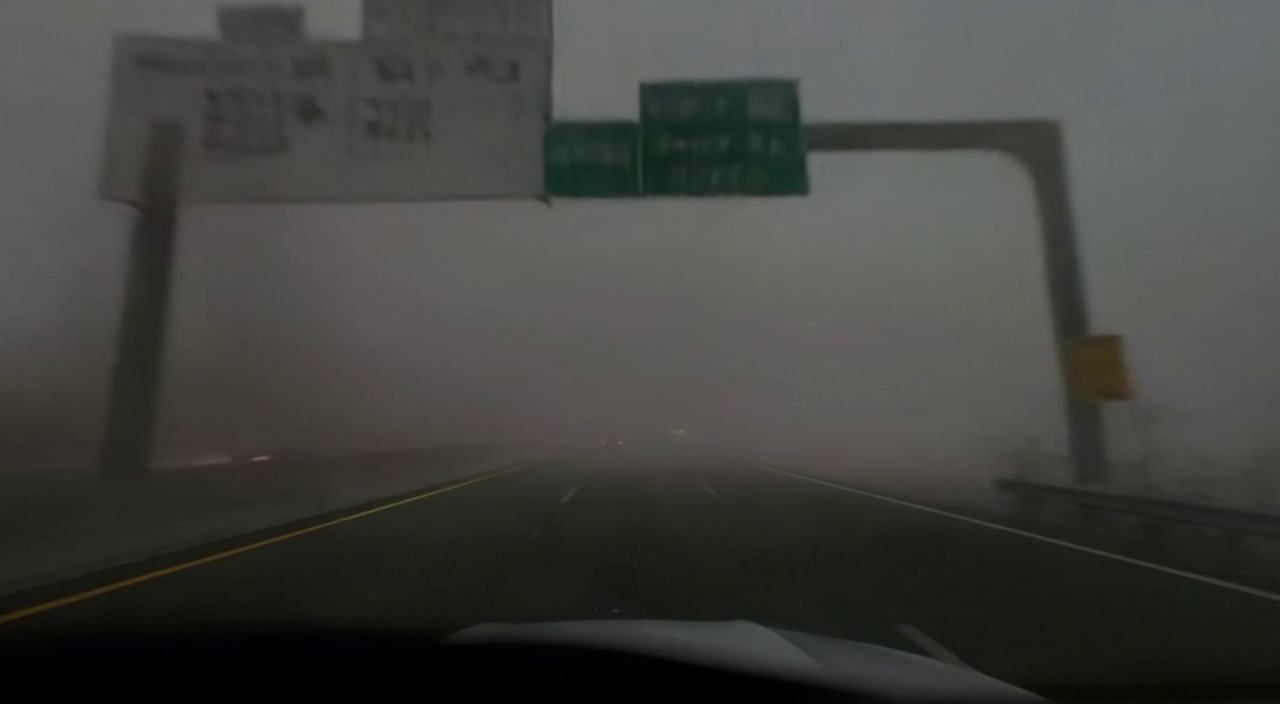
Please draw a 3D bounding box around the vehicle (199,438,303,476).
[{"bbox_3d":[-17.055,4.574,27.936,1.923,1.508,4.253,0,-8,0],"label":"vehicle"}]
